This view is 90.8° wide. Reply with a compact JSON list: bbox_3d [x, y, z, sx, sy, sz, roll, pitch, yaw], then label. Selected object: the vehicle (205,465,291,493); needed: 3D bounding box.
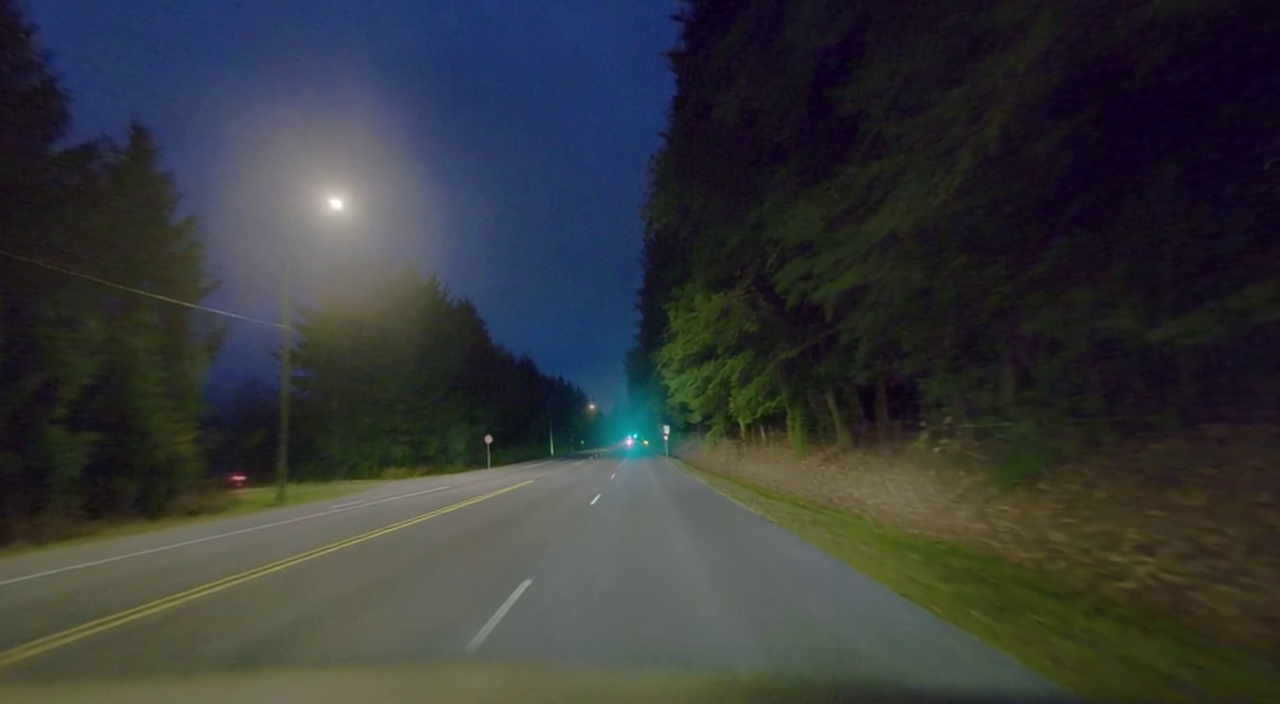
[{"bbox_3d":[-23.687,7.676,38.263,3.850,1.521,1.967,0,-9,0],"label":"vehicle"}]
